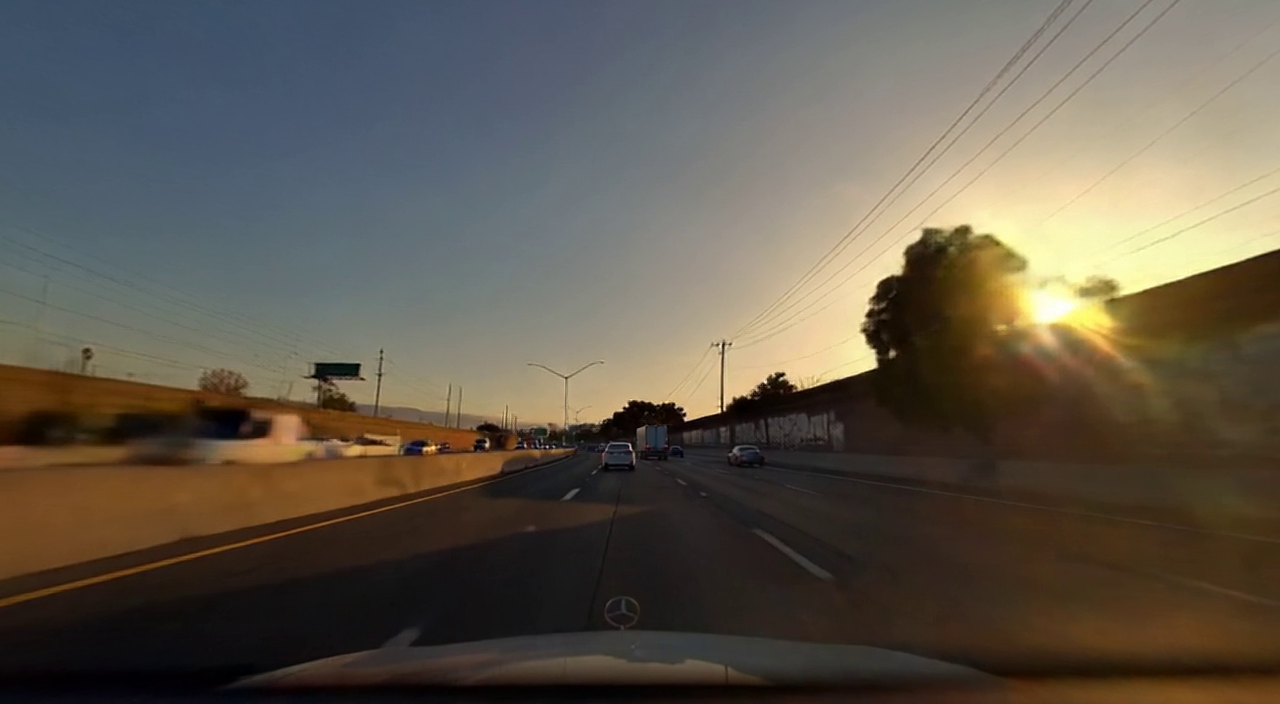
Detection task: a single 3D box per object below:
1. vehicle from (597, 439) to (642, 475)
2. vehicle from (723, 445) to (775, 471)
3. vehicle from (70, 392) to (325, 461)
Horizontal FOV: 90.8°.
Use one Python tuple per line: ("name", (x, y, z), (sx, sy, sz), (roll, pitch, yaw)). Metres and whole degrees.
("vehicle", (-1.029, 5.328, 32.206), (2.191, 1.685, 3.353), (0, -9, -2))
("vehicle", (6.501, 6.360, 38.191), (2.018, 1.451, 4.762), (0, -9, -3))
("vehicle", (-10.485, 1.959, 15.817), (2.299, 1.399, 5.789), (0, -9, -1))
